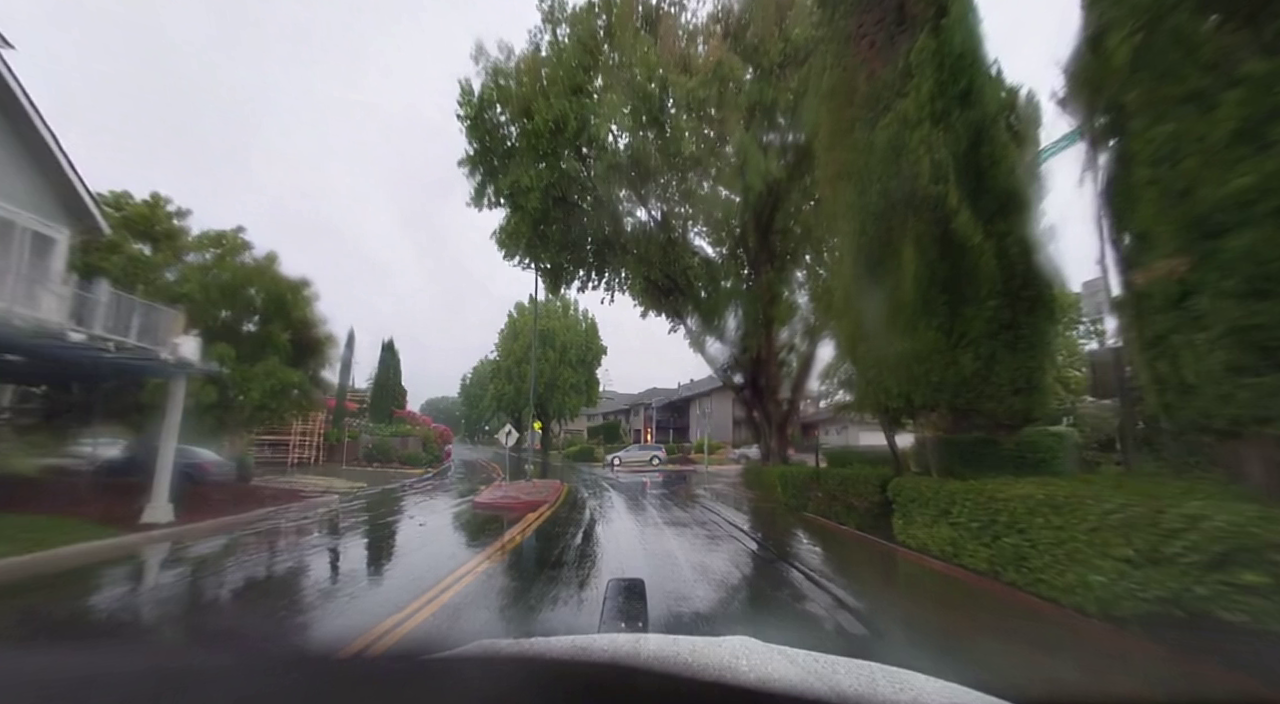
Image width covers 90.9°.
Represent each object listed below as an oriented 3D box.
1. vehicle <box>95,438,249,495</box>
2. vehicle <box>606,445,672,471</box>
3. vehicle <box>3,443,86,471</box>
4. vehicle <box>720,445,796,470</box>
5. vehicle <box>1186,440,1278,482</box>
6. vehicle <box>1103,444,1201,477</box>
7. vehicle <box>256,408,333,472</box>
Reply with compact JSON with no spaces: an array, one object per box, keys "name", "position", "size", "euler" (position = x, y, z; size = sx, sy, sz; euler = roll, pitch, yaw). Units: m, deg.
[{"name":"vehicle","position":[-14.566,3.596,19.980],"size":[1.871,1.568,4.420],"euler":[0,-10,-7]},{"name":"vehicle","position":[-0.092,6.640,39.449],"size":[3.772,1.531,1.949],"euler":[2,-9,-11]},{"name":"vehicle","position":[-33.152,5.870,35.223],"size":[1.705,1.465,3.560],"euler":[2,-9,-13]},{"name":"vehicle","position":[7.519,6.732,40.335],"size":[4.378,1.543,2.080],"euler":[0,-9,-2]},{"name":"vehicle","position":[27.626,5.051,29.574],"size":[1.869,1.662,4.437],"euler":[2,-7,26]},{"name":"vehicle","position":[24.876,5.276,30.833],"size":[1.888,1.485,4.798],"euler":[-3,-9,16]},{"name":"vehicle","position":[-21.102,5.362,38.827],"size":[2.438,3.594,5.582],"euler":[3,-7,-12]}]
